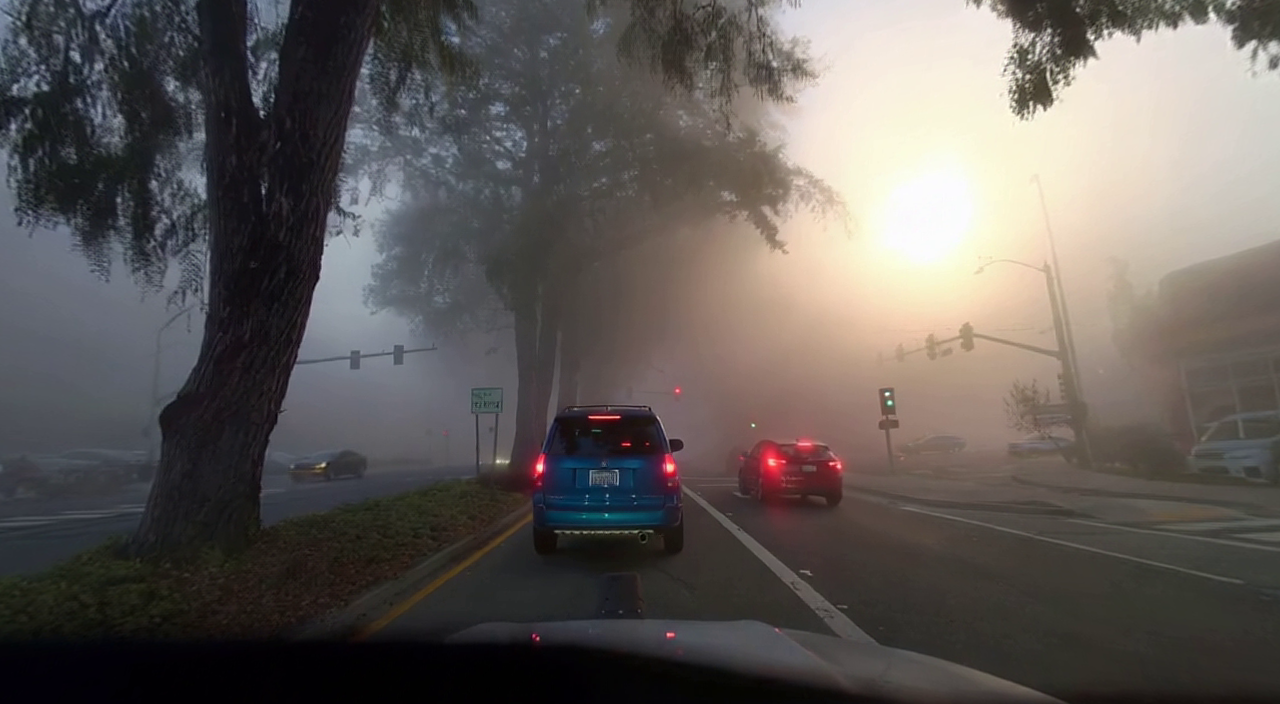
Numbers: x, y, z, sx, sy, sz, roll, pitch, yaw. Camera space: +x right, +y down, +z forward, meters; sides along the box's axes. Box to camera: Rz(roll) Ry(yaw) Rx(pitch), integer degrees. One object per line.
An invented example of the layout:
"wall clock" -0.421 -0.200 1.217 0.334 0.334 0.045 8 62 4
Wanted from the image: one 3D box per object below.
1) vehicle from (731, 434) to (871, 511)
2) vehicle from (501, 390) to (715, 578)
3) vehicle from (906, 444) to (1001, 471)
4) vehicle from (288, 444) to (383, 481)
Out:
"vehicle" 3.642 2.820 15.362 2.098 1.555 4.778 0 -9 -1
"vehicle" -0.298 1.648 8.624 2.096 1.837 4.687 0 -9 0
"vehicle" 17.195 5.776 34.780 4.290 1.427 1.751 0 -9 2
"vehicle" -13.131 4.773 27.624 1.983 1.460 4.456 0 -9 -1
